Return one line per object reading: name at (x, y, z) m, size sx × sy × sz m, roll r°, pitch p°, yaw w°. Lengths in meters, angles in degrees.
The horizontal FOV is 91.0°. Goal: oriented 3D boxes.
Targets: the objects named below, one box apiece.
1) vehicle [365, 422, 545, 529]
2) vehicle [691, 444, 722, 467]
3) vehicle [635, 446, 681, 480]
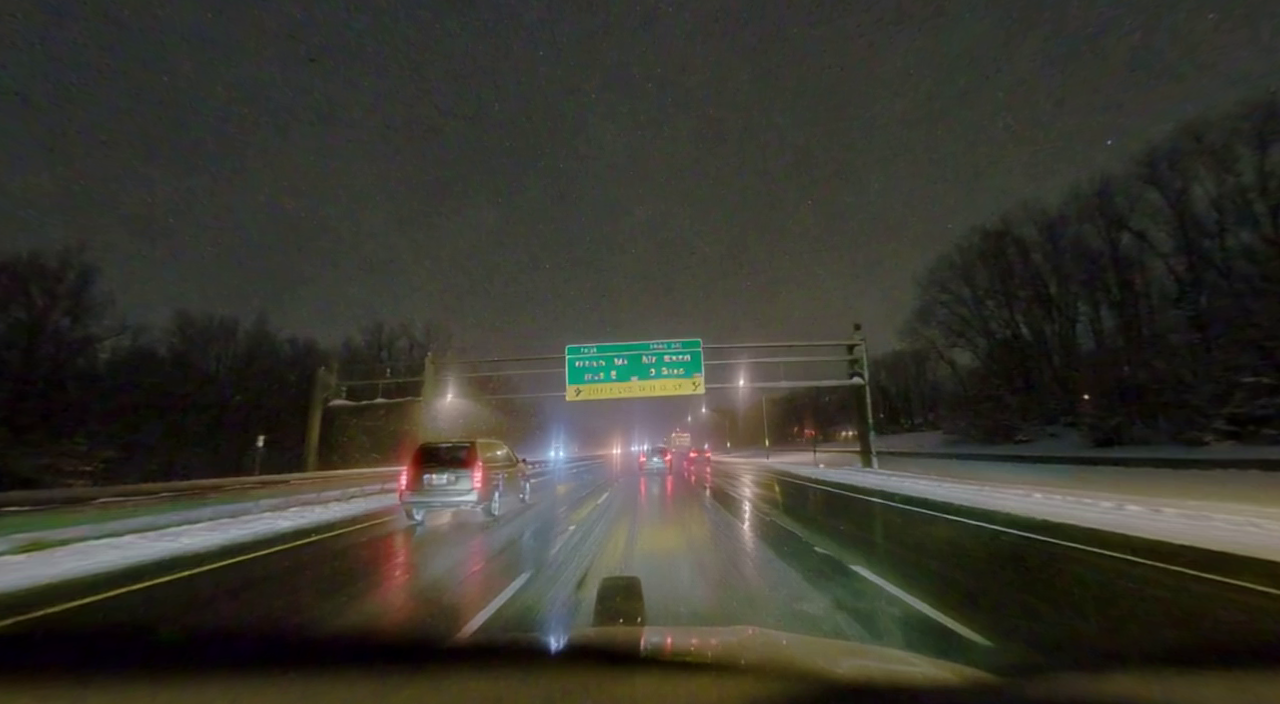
vehicle at (-3.363, 2.351, 12.538) m, size 2.142 × 1.724 × 4.344 m, roll 0°, pitch -9°, yaw 1°
vehicle at (5.150, 8.097, 49.444) m, size 1.975 × 1.650 × 4.257 m, roll 0°, pitch -9°, yaw 0°
vehicle at (0.816, 5.131, 29.353) m, size 2.004 × 1.471 × 4.032 m, roll 0°, pitch -9°, yaw 1°
